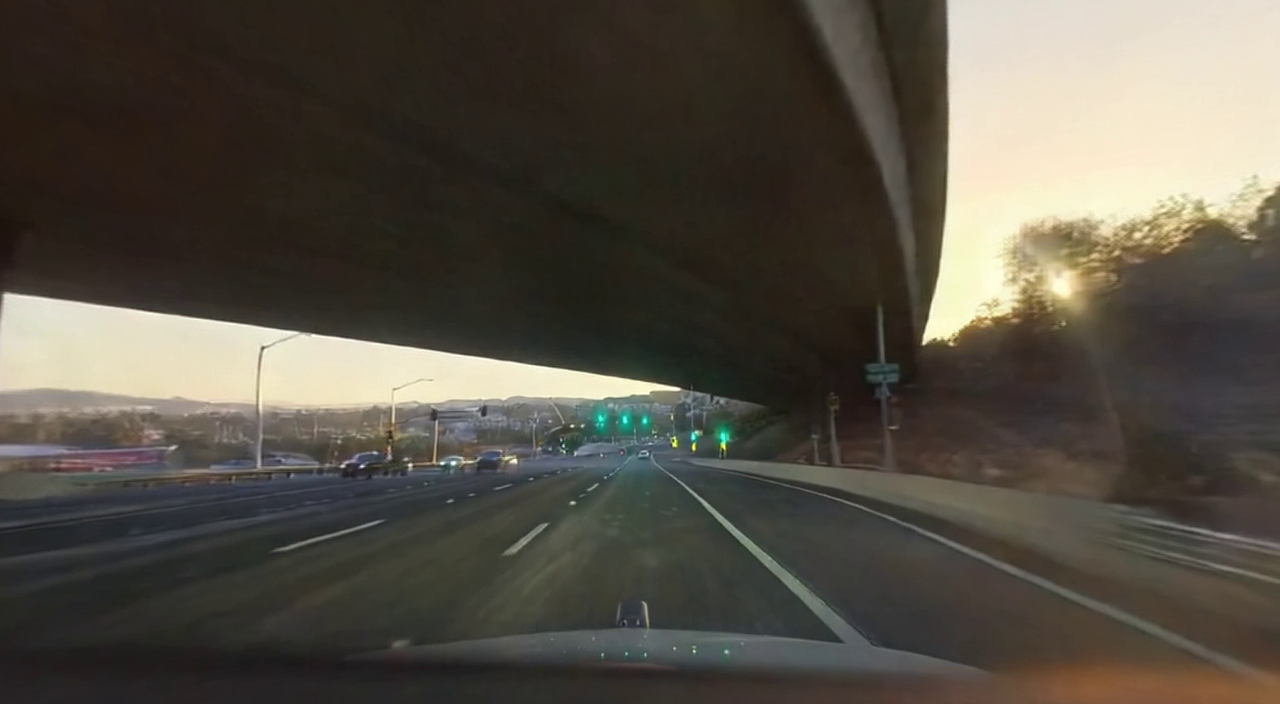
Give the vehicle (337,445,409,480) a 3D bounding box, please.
[{"bbox_3d":[-14.209,5.878,33.824,2.020,1.719,4.366,0,-9,-1],"label":"vehicle"}]
